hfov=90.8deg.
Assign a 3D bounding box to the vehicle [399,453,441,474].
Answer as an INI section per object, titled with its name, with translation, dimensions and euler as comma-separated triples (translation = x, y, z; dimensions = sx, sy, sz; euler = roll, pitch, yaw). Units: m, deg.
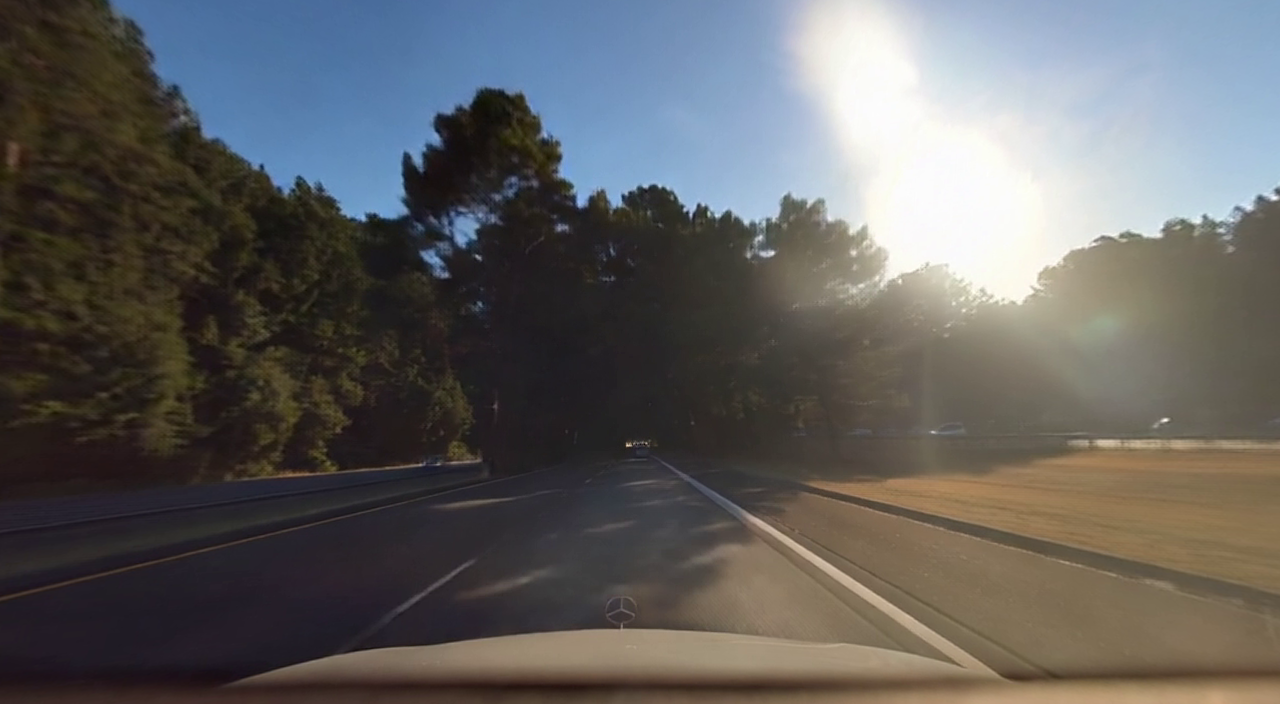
[vehicle]
translation = -16.547, 8.386, 47.616
dimensions = 1.770, 1.413, 3.842
euler = 0, -9, 0
